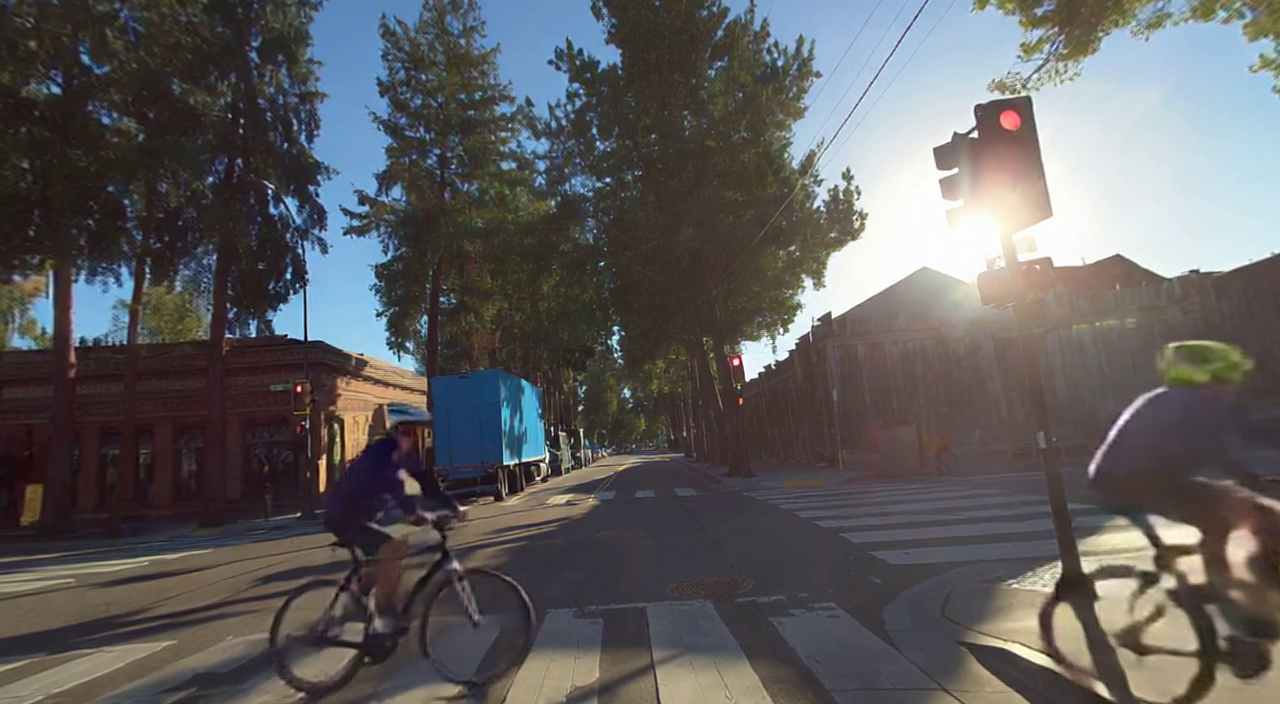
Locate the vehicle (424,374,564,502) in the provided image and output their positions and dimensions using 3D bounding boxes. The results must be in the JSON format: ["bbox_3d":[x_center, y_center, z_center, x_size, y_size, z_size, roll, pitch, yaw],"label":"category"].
[{"bbox_3d":[-5.753,3.717,27.090,3.113,4.041,10.284,-7,-8,0],"label":"vehicle"}]

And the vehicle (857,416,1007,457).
[{"bbox_3d":[10.699,3.143,23.416,4.643,1.456,1.820,-1,-8,5],"label":"vehicle"}]

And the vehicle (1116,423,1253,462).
[{"bbox_3d":[24.953,4.160,29.013,4.268,1.695,2.053,0,-8,3],"label":"vehicle"}]
